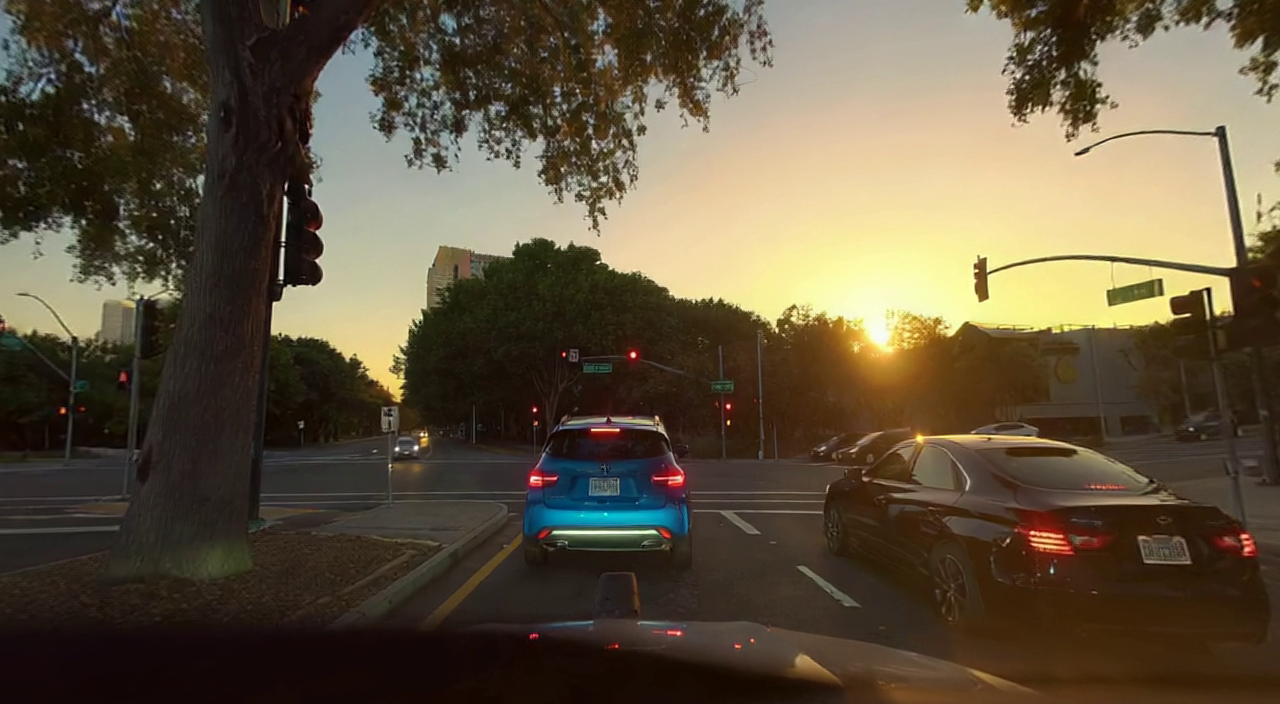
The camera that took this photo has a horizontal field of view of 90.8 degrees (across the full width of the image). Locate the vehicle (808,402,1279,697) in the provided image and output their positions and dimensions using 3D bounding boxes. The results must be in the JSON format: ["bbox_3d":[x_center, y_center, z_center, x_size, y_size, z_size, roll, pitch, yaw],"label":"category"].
[{"bbox_3d":[3.164,1.401,5.763,1.932,1.562,4.629,0,-9,-1],"label":"vehicle"}]

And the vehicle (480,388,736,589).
[{"bbox_3d":[-0.342,1.522,7.786,2.247,1.760,4.231,0,-9,-2],"label":"vehicle"}]
